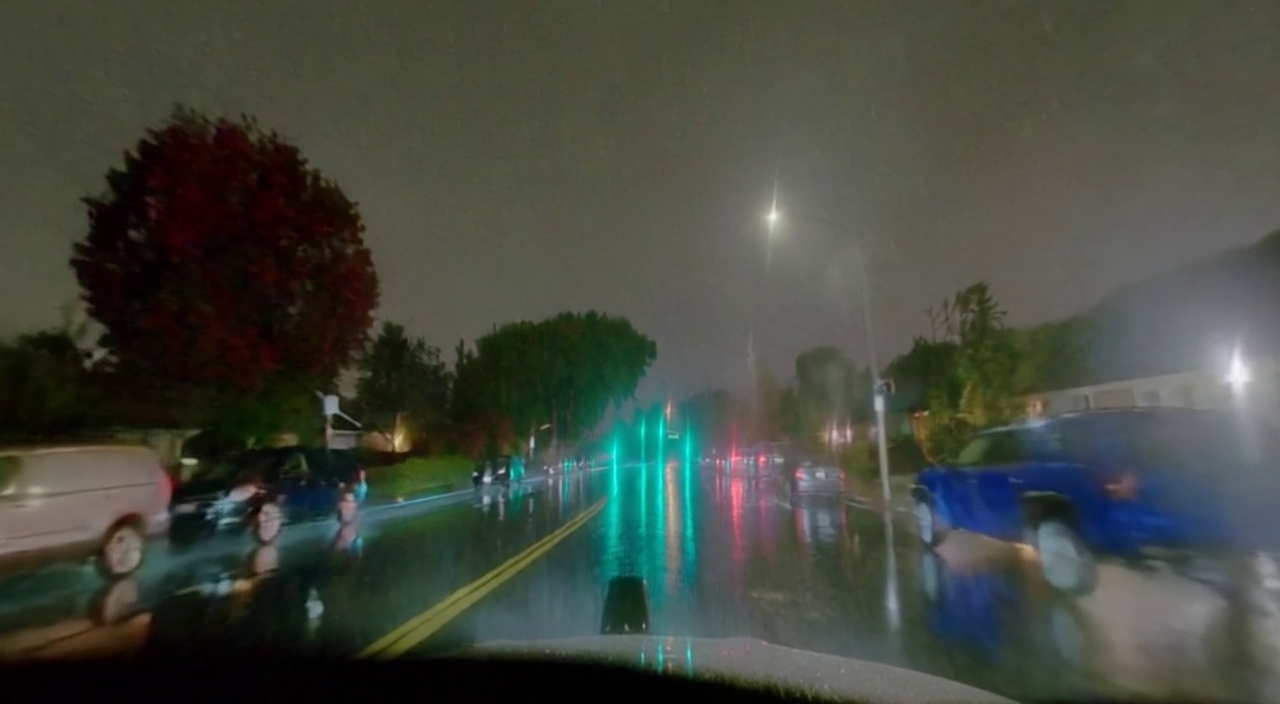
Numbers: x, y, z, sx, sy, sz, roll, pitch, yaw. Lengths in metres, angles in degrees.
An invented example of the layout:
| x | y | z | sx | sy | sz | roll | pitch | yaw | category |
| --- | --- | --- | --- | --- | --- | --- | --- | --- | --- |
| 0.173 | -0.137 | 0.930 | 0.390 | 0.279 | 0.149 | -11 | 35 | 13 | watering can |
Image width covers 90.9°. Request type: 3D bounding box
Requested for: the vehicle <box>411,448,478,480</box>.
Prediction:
| x | y | z | sx | sy | sz | roll | pitch | yaw | category |
| --- | --- | --- | --- | --- | --- | --- | --- | --- | --- |
| -12.386 | 7.079 | 40.047 | 3.513 | 1.829 | 1.976 | -1 | -7 | 11 | vehicle |

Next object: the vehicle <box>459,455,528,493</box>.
| x | y | z | sx | sy | sz | roll | pitch | yaw | category |
| --- | --- | --- | --- | --- | --- | --- | --- | --- | --- |
| -6.567 | 5.521 | 28.799 | 1.903 | 1.463 | 4.526 | -1 | -8 | 2 | vehicle |

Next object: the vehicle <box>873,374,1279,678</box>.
| x | y | z | sx | sy | sz | roll | pitch | yaw | category |
| --- | --- | --- | --- | --- | --- | --- | --- | --- | --- |
| 4.527 | 1.447 | 6.520 | 2.325 | 1.892 | 5.049 | 0 | -8 | 1 | vehicle |

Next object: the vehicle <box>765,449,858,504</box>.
| x | y | z | sx | sy | sz | roll | pitch | yaw | category |
| --- | --- | --- | --- | --- | --- | --- | --- | --- | --- |
| 5.134 | 3.747 | 19.484 | 1.704 | 1.445 | 4.492 | 0 | -8 | 1 | vehicle |

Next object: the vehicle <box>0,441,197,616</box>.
| x | y | z | sx | sy | sz | roll | pitch | yaw | category |
| --- | --- | --- | --- | --- | --- | --- | --- | --- | --- |
| -7.461 | 1.863 | 6.795 | 1.973 | 1.755 | 4.528 | -1 | -9 | 2 | vehicle |

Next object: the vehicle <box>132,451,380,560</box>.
| x | y | z | sx | sy | sz | roll | pitch | yaw | category |
| --- | --- | --- | --- | --- | --- | --- | --- | --- | --- |
| -7.265 | 2.880 | 12.670 | 1.996 | 1.628 | 4.603 | -1 | -8 | 1 | vehicle |
